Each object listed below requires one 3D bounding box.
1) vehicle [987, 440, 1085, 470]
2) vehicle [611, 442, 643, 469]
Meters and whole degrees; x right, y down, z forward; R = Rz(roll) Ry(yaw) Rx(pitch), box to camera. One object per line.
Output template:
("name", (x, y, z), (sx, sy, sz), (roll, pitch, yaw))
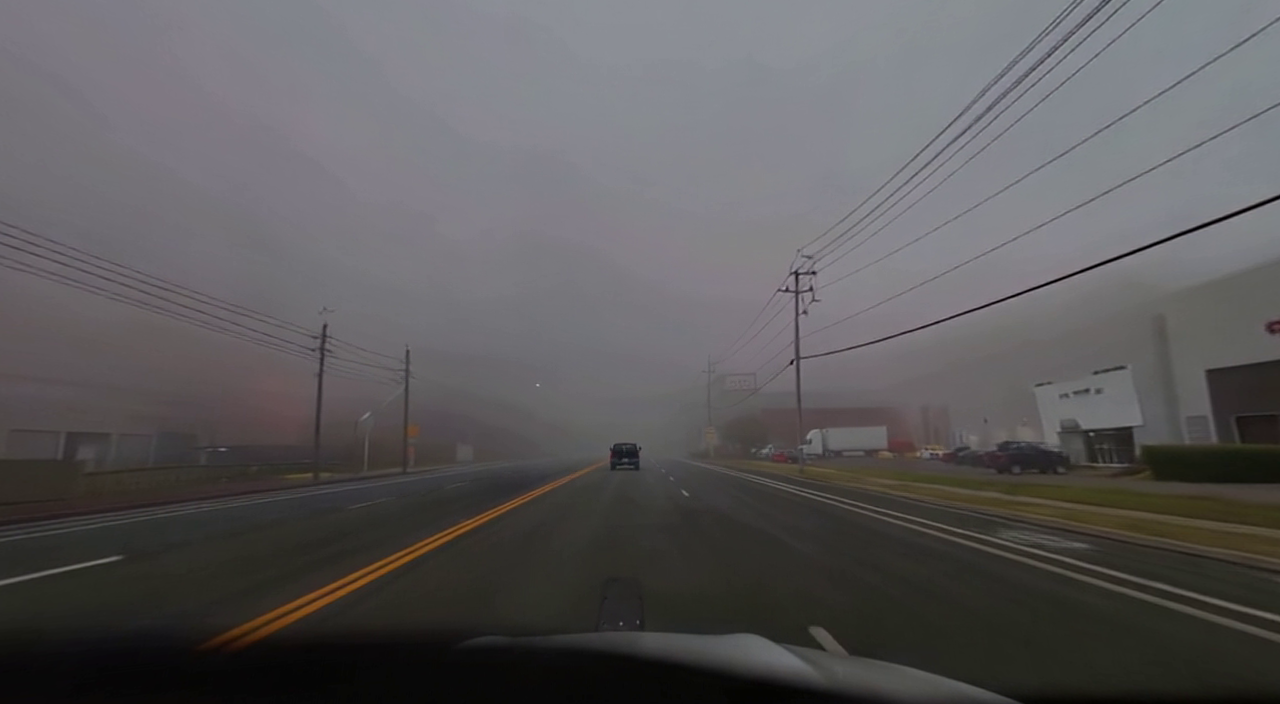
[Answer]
("vehicle", (24.859, 6.491, 39.790), (4.805, 1.781, 1.974), (0, -9, 0))
("vehicle", (-0.771, 6.413, 39.218), (1.937, 1.588, 3.746), (0, -9, 0))
